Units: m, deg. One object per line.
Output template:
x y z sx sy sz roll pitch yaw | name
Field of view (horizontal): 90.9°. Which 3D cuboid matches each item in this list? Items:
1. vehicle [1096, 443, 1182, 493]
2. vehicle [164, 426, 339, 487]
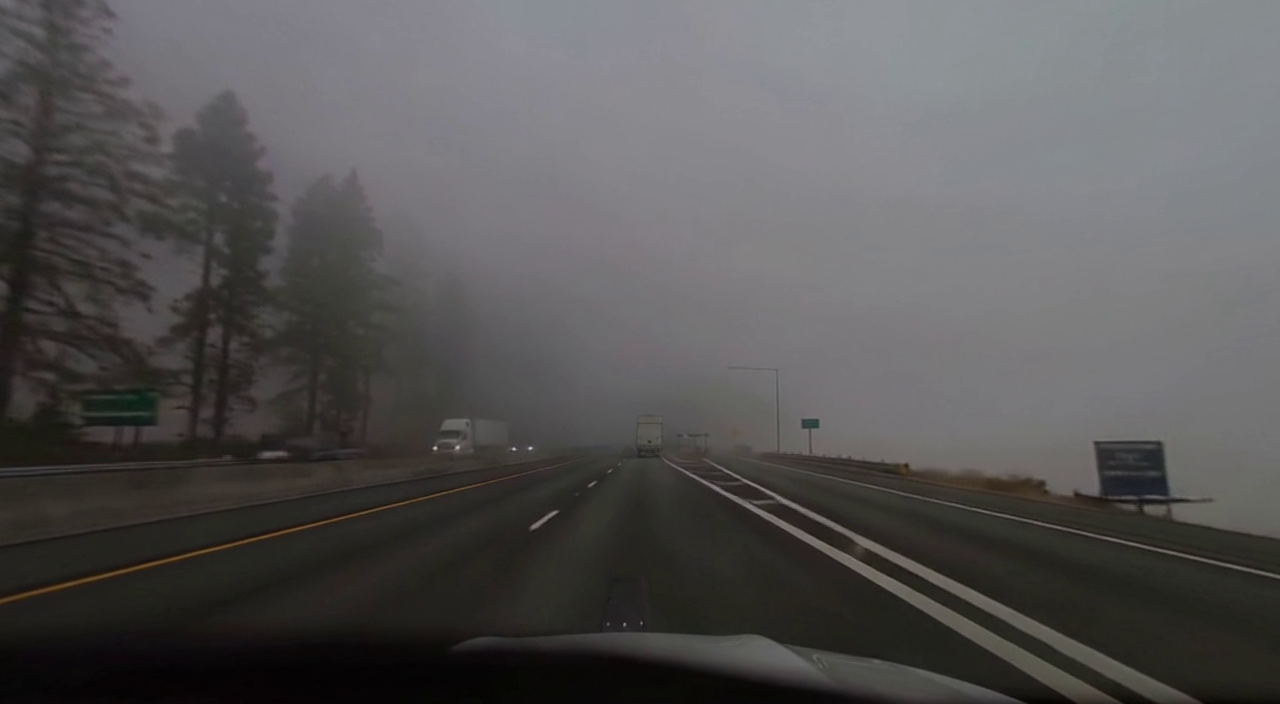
25.149 5.741 31.735 4.629 2.287 2.607 8 -12 -44 | vehicle
-13.068 3.576 21.891 2.386 1.811 5.807 0 -8 0 | vehicle
